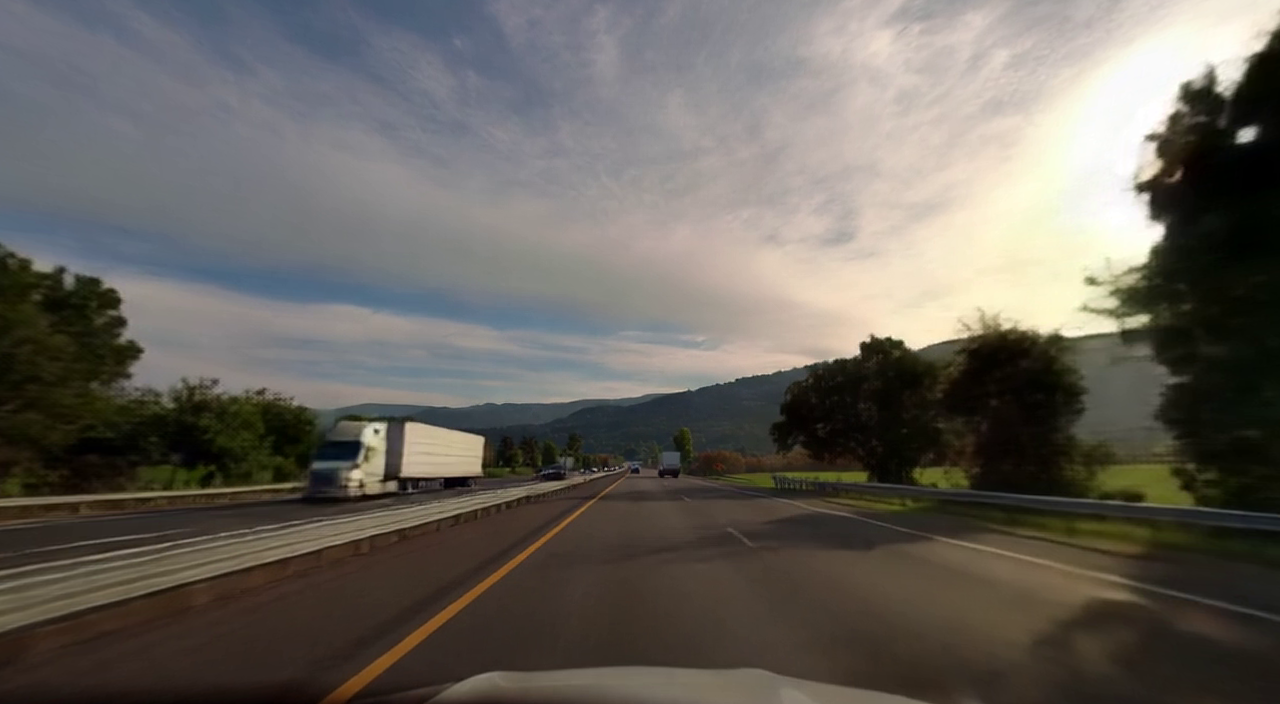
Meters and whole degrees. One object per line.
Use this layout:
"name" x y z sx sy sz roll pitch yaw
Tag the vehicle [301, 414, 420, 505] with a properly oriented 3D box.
"vehicle" -13.472 5.308 30.960 3.026 3.995 5.825 1 -11 0
